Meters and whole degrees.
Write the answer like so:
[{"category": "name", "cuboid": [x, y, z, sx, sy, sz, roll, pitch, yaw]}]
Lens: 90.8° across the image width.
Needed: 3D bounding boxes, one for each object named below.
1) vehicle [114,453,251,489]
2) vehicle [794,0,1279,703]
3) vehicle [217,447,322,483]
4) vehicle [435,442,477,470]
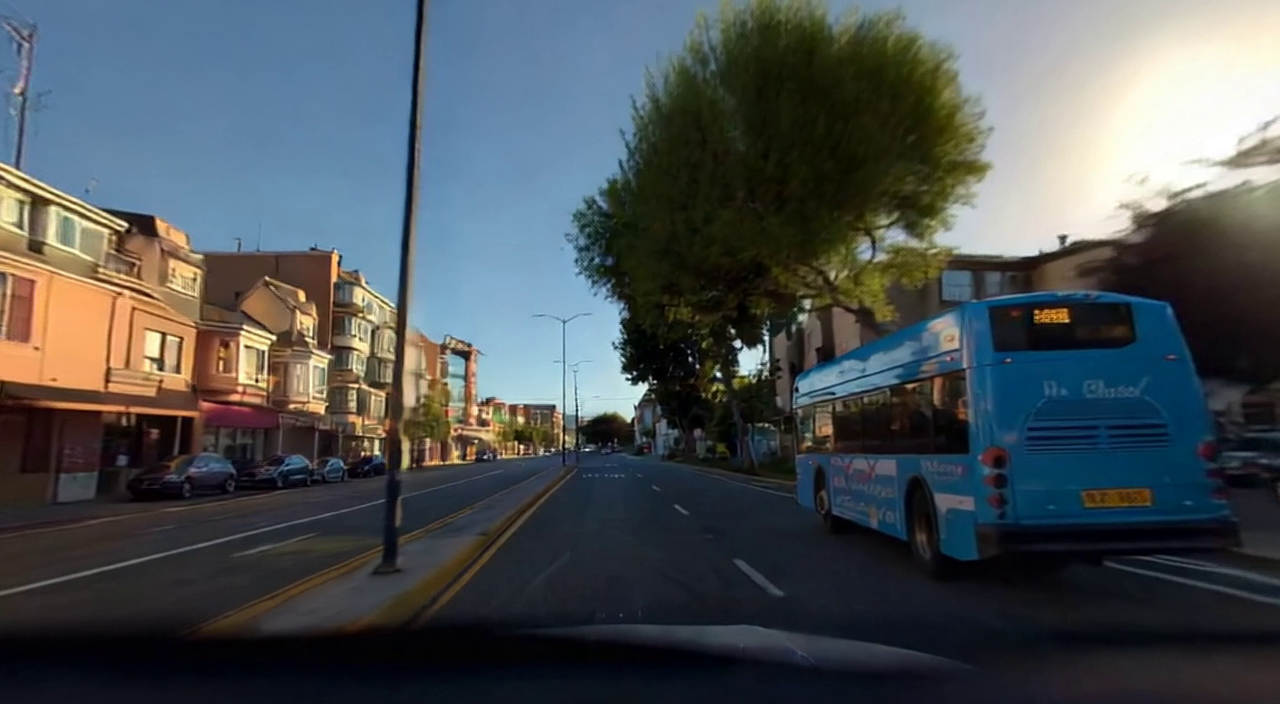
[{"category": "vehicle", "cuboid": [-20.777, 5.412, 28.923, 4.592, 1.474, 1.880, 3, -9, -17]}, {"category": "vehicle", "cuboid": [4.187, 0.251, 4.244, 3.194, 3.345, 12.428, 0, -8, 0]}, {"category": "vehicle", "cuboid": [-19.776, 6.032, 33.872, 4.392, 1.800, 1.902, 0, -8, 1]}, {"category": "vehicle", "cuboid": [-14.138, 7.966, 48.811, 2.084, 2.027, 4.557, 0, -8, -3]}]
